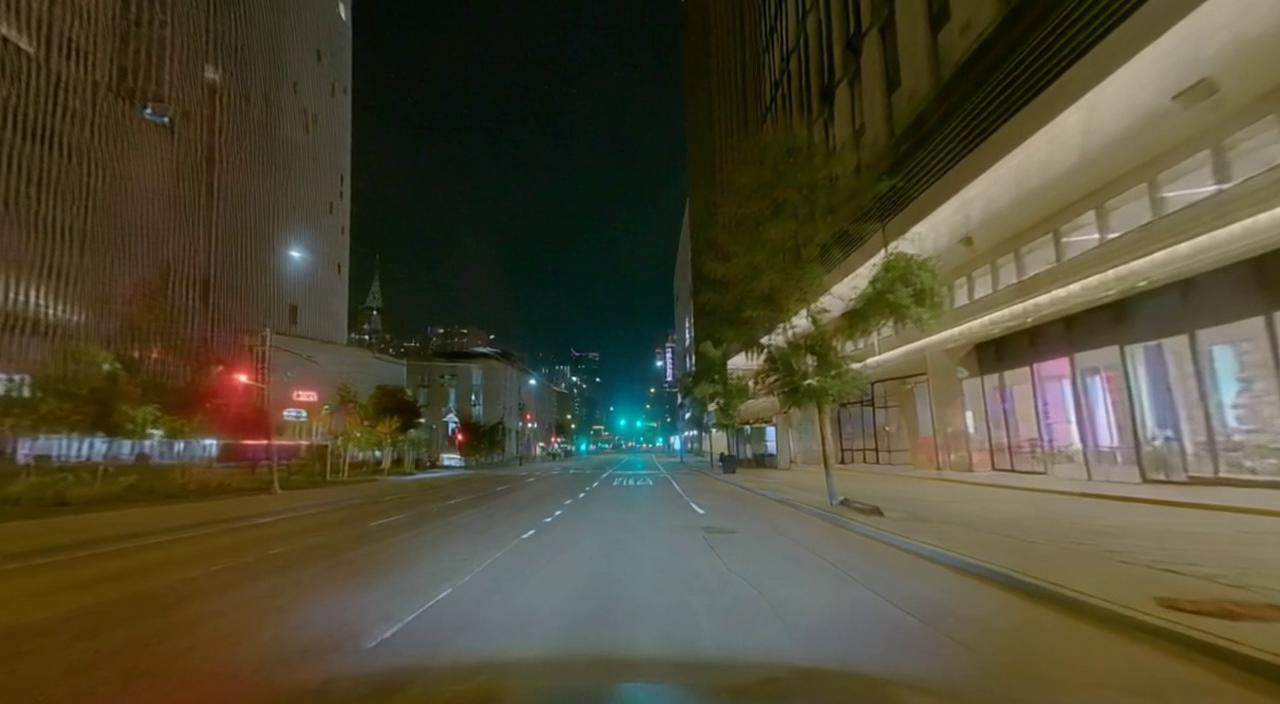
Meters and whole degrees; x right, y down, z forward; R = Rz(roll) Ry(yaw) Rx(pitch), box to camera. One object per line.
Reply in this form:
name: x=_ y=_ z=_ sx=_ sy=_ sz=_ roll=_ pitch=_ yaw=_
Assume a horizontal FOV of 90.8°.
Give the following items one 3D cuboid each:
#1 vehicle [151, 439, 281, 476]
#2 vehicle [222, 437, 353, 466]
vehicle: x=-20.797 y=5.180 z=31.154 sx=4.876 sy=1.712 sz=2.166 roll=0 pitch=-9 yaw=3
vehicle: x=-18.637 y=5.307 z=33.539 sx=5.962 sy=1.458 sz=1.711 roll=0 pitch=-10 yaw=3
